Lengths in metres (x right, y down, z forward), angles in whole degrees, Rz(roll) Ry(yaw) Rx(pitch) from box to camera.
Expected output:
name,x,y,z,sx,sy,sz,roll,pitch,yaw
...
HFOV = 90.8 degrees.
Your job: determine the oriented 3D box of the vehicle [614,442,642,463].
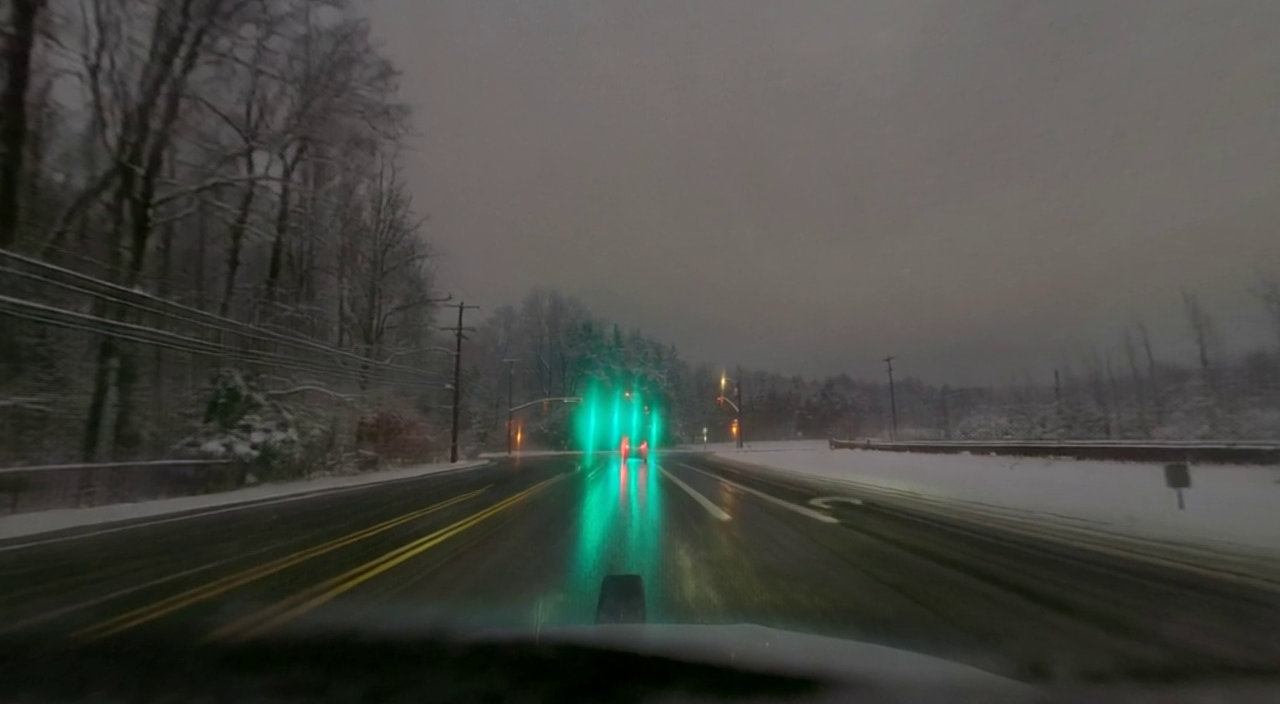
name,x,y,z,sx,sy,sz,roll,pitch,yaw
vehicle,-0.949,7.529,47.420,2.042,1.489,3.963,0,-8,-2
